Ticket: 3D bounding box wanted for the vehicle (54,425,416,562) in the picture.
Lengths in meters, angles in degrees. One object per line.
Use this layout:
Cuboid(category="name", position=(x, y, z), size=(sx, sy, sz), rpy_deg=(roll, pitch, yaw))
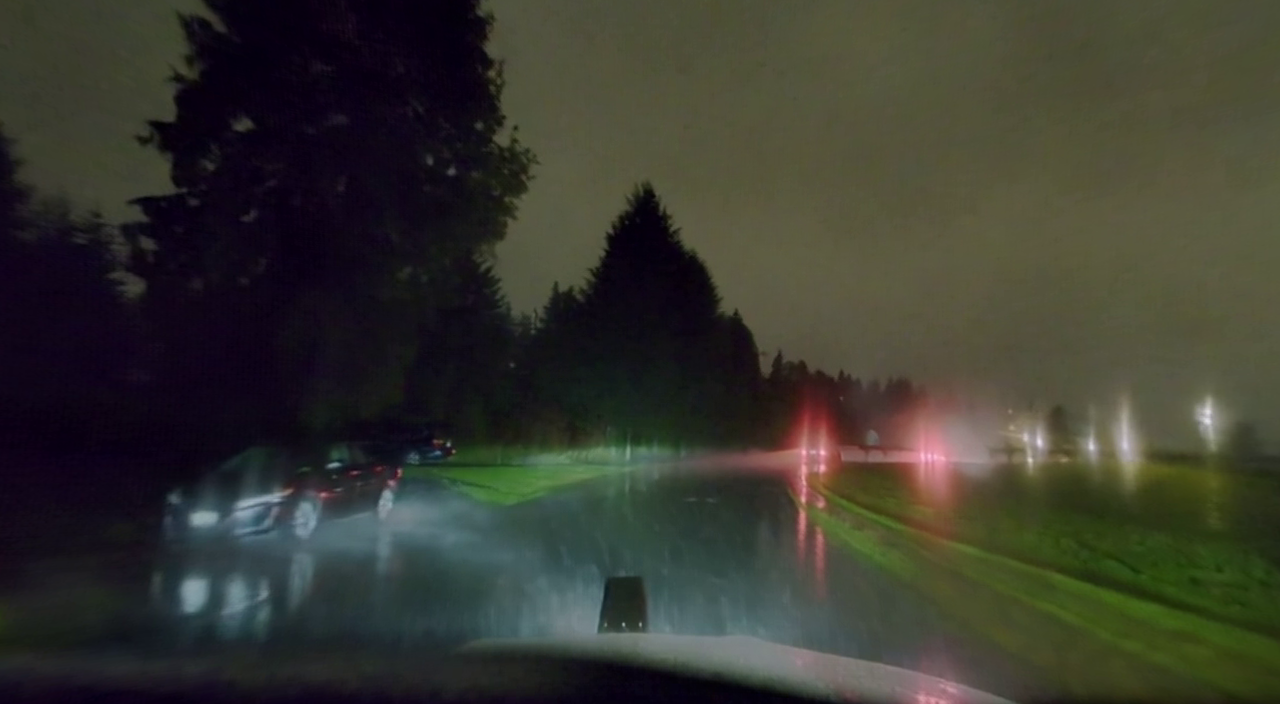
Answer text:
Cuboid(category="vehicle", position=(-5.436, 1.983, 9.529), size=(2.166, 1.512, 4.822), rpy_deg=(0, -9, 2))
